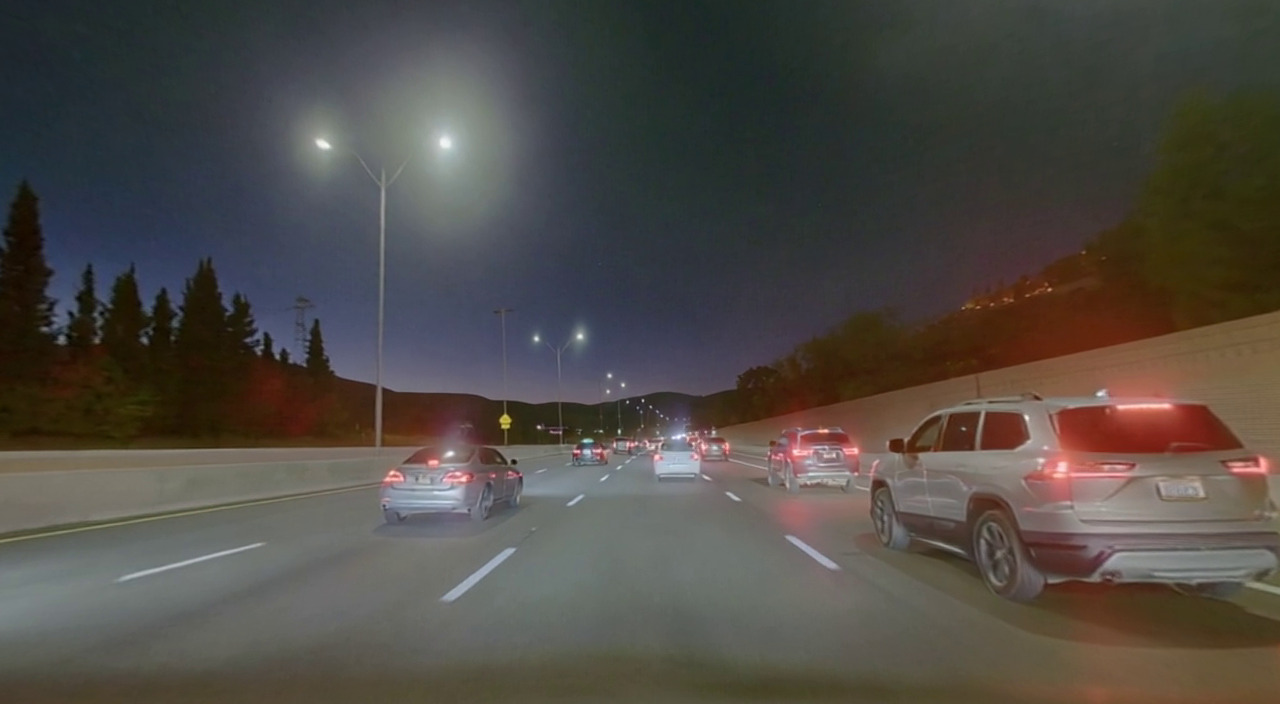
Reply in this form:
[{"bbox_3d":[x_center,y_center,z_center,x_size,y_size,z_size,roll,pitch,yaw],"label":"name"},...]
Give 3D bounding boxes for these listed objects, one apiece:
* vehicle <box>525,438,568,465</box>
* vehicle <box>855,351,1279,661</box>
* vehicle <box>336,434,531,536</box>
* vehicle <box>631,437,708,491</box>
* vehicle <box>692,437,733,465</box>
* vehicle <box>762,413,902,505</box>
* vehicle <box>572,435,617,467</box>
[{"bbox_3d":[-6.470,6.919,44.162,2.055,1.751,4.825,0,-8,2],"label":"vehicle"},{"bbox_3d":[3.767,1.211,5.973,1.930,1.831,4.344,0,-8,0],"label":"vehicle"},{"bbox_3d":[-3.403,2.260,11.439,1.961,1.456,4.362,0,-8,2],"label":"vehicle"},{"bbox_3d":[0.782,3.369,19.388,2.105,1.471,3.978,0,-8,-1],"label":"vehicle"},{"bbox_3d":[4.079,5.658,36.141,1.855,1.513,3.915,0,-8,-1],"label":"vehicle"},{"bbox_3d":[4.383,2.532,15.298,1.970,1.872,4.575,0,-8,0],"label":"vehicle"},{"bbox_3d":[-2.628,5.869,37.540,2.154,1.793,4.736,0,-8,2],"label":"vehicle"}]
